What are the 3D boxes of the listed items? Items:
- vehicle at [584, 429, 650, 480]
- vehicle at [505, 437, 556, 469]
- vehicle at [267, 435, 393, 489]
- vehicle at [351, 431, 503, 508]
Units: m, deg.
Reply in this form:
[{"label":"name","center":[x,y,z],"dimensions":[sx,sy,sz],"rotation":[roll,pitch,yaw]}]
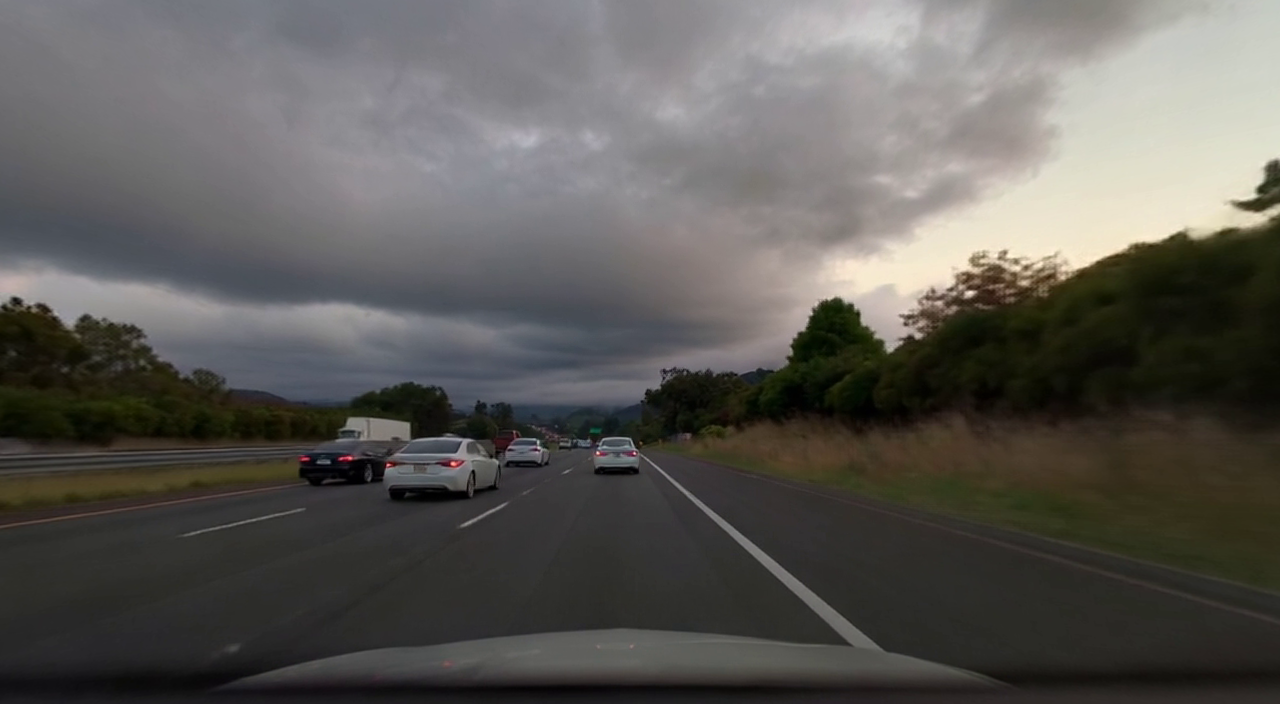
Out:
[{"label":"vehicle","center":[-0.798,3.641,22.747],"dimensions":[2.178,1.658,3.916],"rotation":[0,-8,-1]},{"label":"vehicle","center":[-5.276,4.897,30.762],"dimensions":[1.835,1.432,3.835],"rotation":[0,-8,0]},{"label":"vehicle","center":[-9.295,3.285,19.248],"dimensions":[1.850,1.439,3.932],"rotation":[0,-8,0]},{"label":"vehicle","center":[-4.577,2.558,14.313],"dimensions":[1.971,1.464,4.386],"rotation":[0,-8,0]}]
